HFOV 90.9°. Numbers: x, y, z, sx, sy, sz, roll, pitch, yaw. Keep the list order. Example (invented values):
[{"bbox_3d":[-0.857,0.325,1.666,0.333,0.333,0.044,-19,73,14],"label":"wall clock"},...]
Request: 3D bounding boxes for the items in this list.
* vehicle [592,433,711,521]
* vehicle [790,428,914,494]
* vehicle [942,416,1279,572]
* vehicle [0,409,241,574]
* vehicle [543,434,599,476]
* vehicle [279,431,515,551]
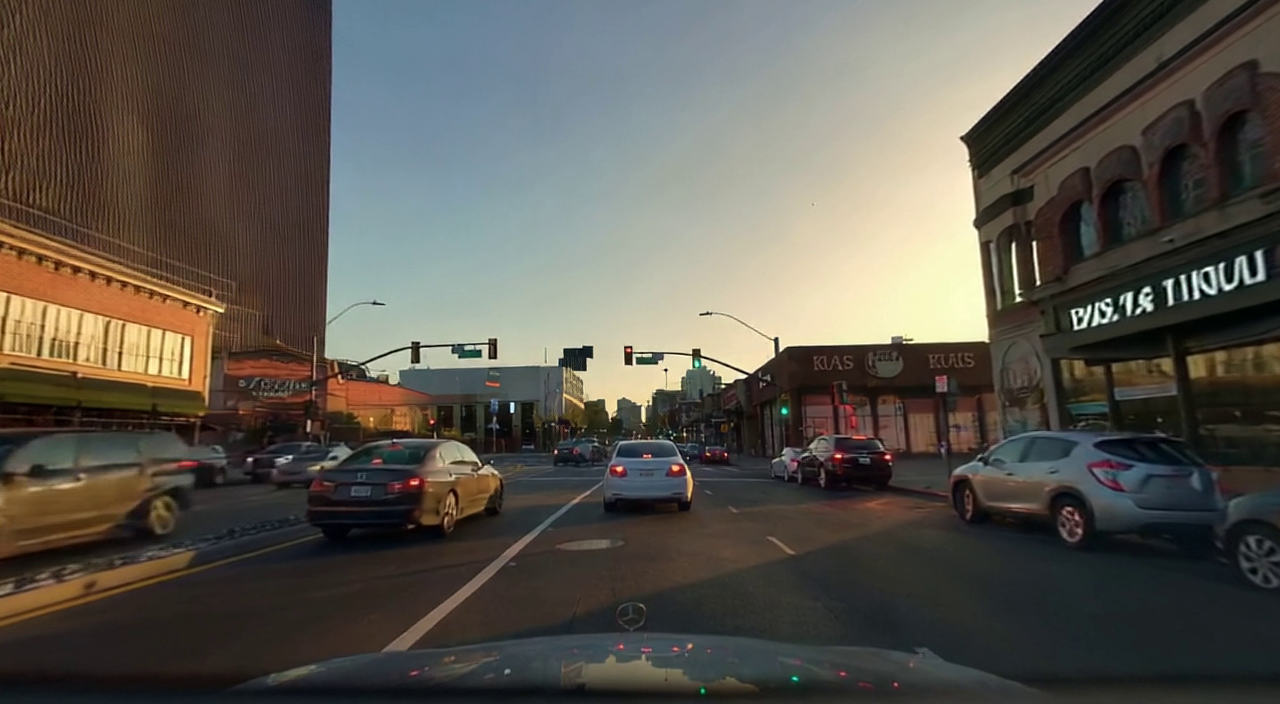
[{"bbox_3d":[0.171,2.456,12.935,2.037,1.484,4.073,0,-9,-1],"label":"vehicle"},{"bbox_3d":[6.639,3.489,20.538,2.289,1.867,5.322,0,-9,1],"label":"vehicle"},{"bbox_3d":[6.647,1.921,9.347,1.986,1.722,4.516,0,-9,-2],"label":"vehicle"},{"bbox_3d":[-7.686,1.691,8.108,2.029,1.700,4.602,0,-9,1],"label":"vehicle"},{"bbox_3d":[-3.083,4.717,29.042,2.007,1.736,4.185,0,-9,1],"label":"vehicle"},{"bbox_3d":[-3.425,2.039,9.949,1.950,1.450,4.257,0,-9,1],"label":"vehicle"}]
